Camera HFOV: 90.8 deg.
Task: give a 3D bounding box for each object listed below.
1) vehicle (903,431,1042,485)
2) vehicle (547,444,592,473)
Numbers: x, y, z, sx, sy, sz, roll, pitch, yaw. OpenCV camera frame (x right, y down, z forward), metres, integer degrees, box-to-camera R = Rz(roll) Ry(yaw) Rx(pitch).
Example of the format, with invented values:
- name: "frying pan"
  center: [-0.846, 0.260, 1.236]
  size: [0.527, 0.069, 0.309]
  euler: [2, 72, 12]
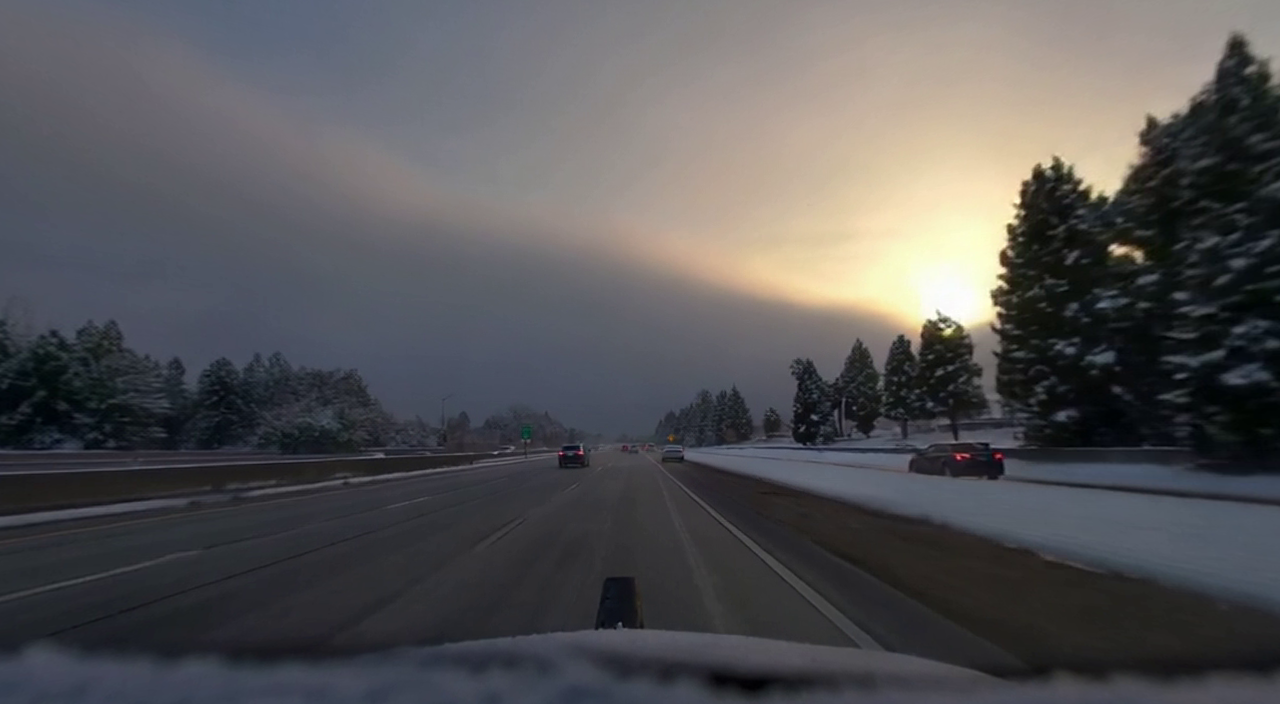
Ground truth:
- name: "vehicle"
  center: [12.240, 3.964, 23.799]
  size: [2.344, 1.783, 5.196]
  euler: [0, -9, -1]
- name: "vehicle"
  center: [-3.940, 6.033, 36.006]
  size: [2.052, 1.510, 4.301]
  euler: [0, -9, 0]
